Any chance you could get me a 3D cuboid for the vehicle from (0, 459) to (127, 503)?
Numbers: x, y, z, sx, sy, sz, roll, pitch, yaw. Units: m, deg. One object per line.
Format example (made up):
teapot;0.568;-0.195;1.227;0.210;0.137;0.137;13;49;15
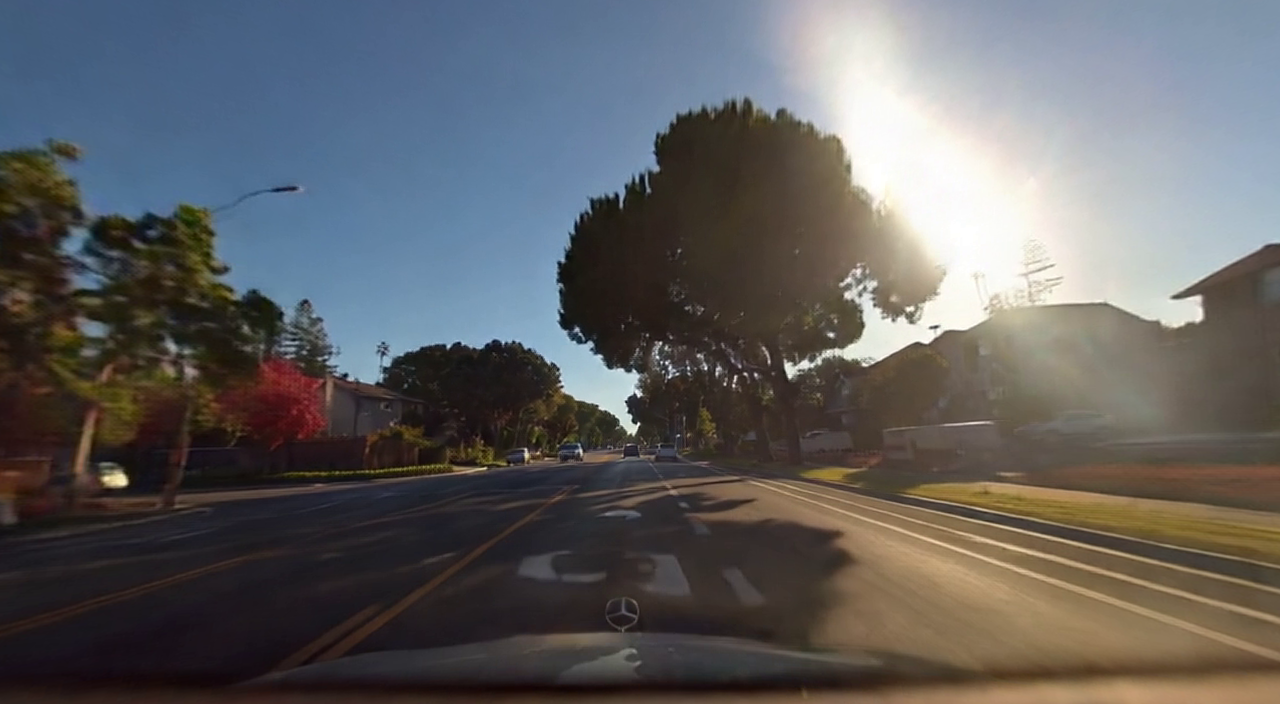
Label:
vehicle;-26.726;5.798;28.611;4.924;1.844;2.113;0;-9;-2
